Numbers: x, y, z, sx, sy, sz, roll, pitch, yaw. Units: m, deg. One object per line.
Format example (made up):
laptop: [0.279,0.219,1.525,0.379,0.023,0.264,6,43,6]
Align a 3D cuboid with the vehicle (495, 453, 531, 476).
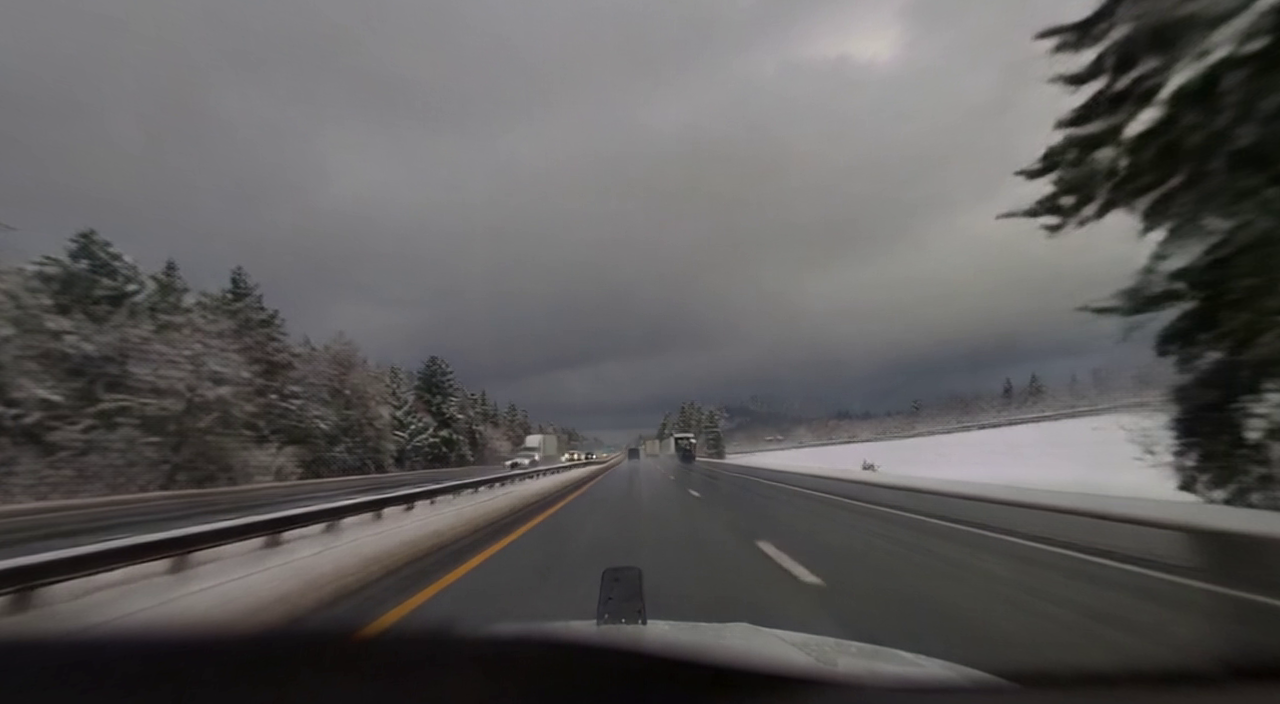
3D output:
vehicle: [-8.959,7.942,44.687,1.848,1.478,3.697,0,-9,0]
